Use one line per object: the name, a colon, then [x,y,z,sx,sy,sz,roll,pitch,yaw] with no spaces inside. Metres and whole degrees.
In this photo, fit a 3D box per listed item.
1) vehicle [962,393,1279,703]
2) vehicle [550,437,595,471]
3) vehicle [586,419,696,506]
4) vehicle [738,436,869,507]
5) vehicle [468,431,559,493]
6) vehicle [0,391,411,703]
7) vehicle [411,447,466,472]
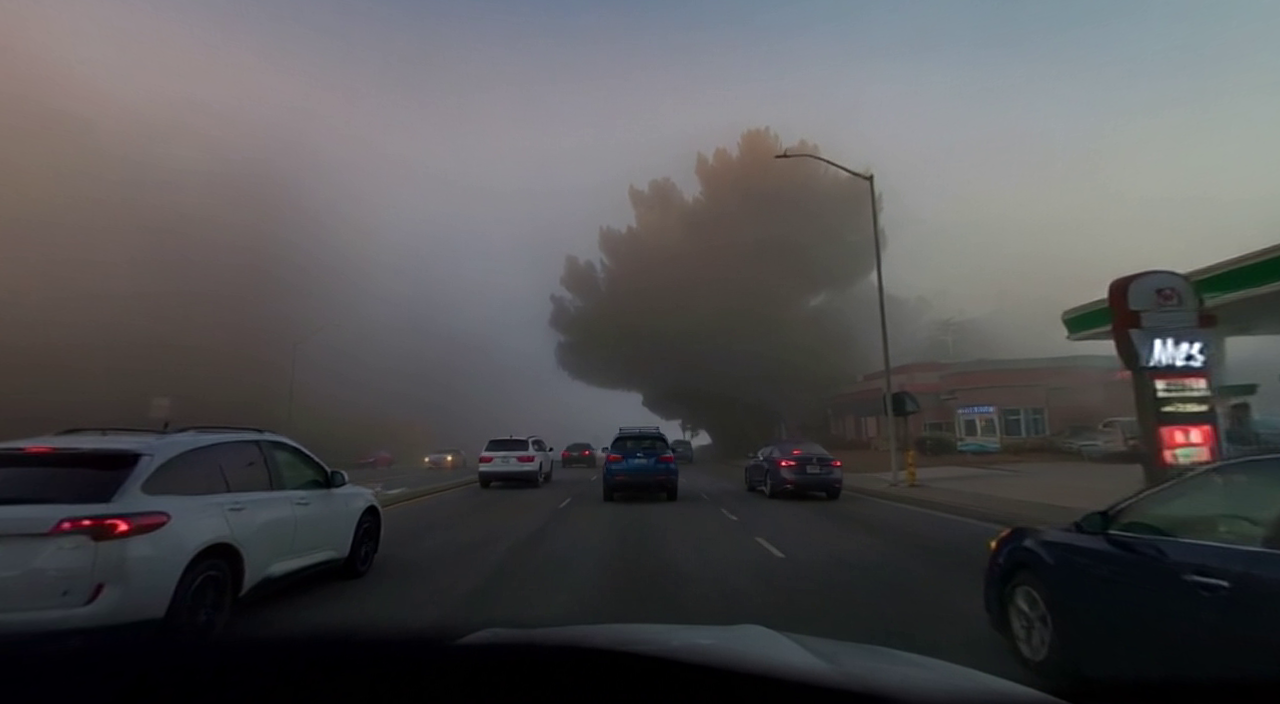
vehicle: [3.326,0.889,2.209,1.976,1.492,4.436,0,-8,-1]
vehicle: [-3.518,5.389,33.622,1.871,1.673,3.920,0,-8,1]
vehicle: [0.015,2.621,15.345,2.279,1.803,4.254,0,-8,0]
vehicle: [3.782,2.848,15.532,1.888,1.456,4.589,0,-8,-2]
vehicle: [-3.776,3.352,19.636,1.932,1.695,4.150,0,-8,0]
vehicle: [-3.596,1.285,5.252,1.864,1.574,4.031,0,-8,0]
vehicle: [-12.481,6.673,39.387,1.941,1.450,4.477,0,-9,0]
